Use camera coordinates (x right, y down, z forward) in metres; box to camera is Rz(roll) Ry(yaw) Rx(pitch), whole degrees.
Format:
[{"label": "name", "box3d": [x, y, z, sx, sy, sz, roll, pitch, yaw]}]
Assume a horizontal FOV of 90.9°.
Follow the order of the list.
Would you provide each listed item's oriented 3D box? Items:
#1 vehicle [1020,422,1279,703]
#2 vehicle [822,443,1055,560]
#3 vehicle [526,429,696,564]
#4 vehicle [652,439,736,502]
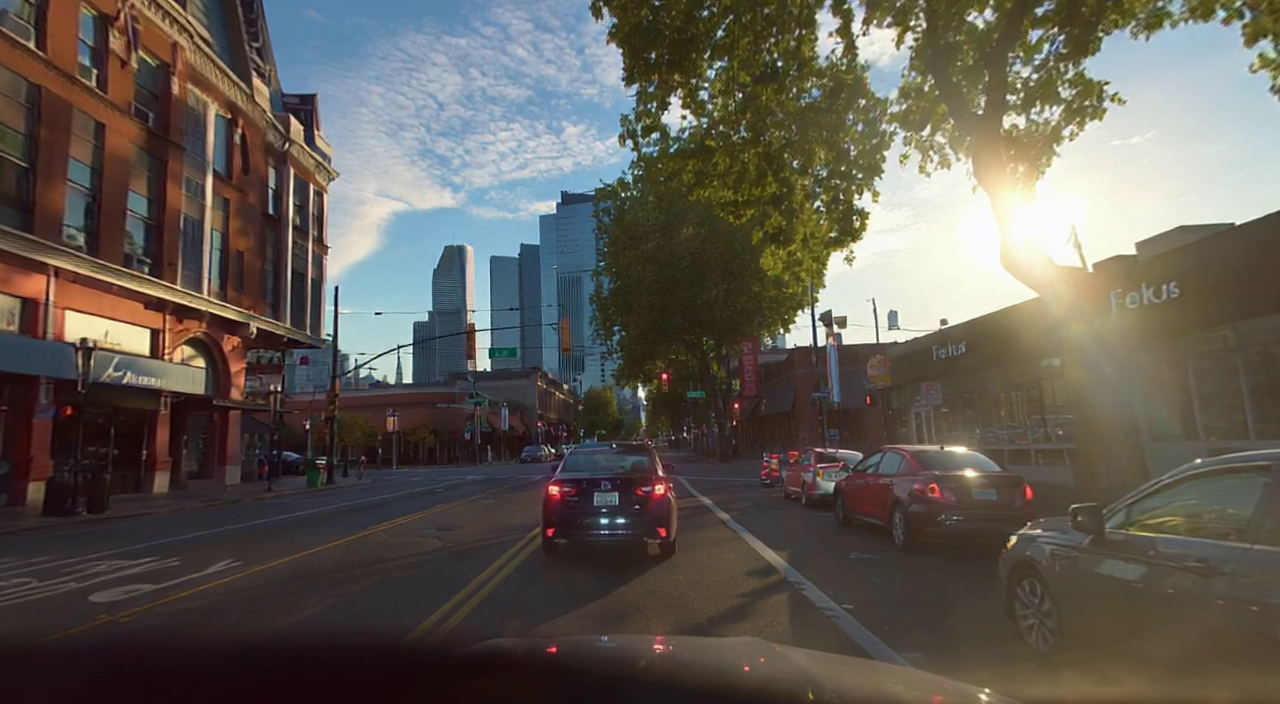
[{"label": "vehicle", "box3d": [3.180, 0.829, 1.103, 2.006, 1.496, 4.767, 0, -9, -1]}, {"label": "vehicle", "box3d": [4.593, 2.300, 10.643, 1.912, 1.505, 4.618, -1, -8, 4]}, {"label": "vehicle", "box3d": [-0.401, 1.886, 8.950, 1.888, 1.489, 3.703, 0, -8, -3]}, {"label": "vehicle", "box3d": [1.469, 3.142, 17.149, 2.006, 1.495, 3.952, -1, -8, 5]}]
